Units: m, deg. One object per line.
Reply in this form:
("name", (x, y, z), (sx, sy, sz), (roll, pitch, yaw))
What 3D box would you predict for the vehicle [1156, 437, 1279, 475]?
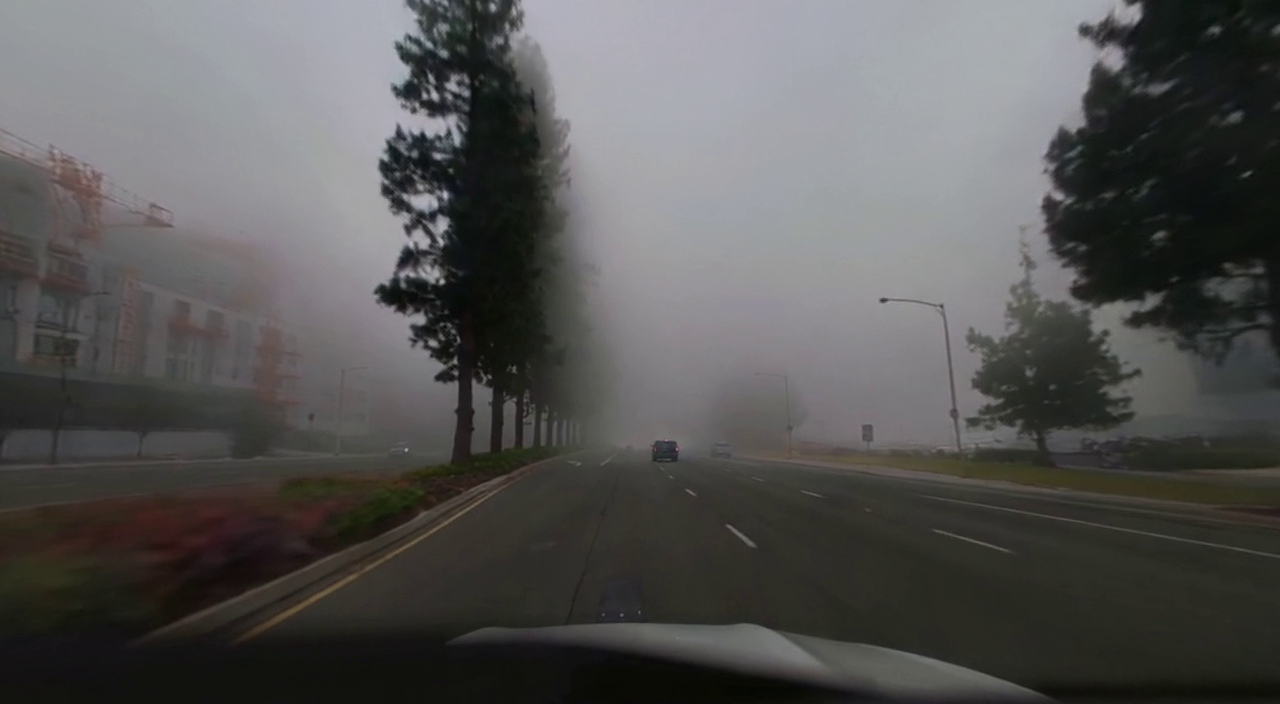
("vehicle", (32.993, 5.780, 35.721), (2.283, 1.875, 6.308), (-1, -8, 0))
